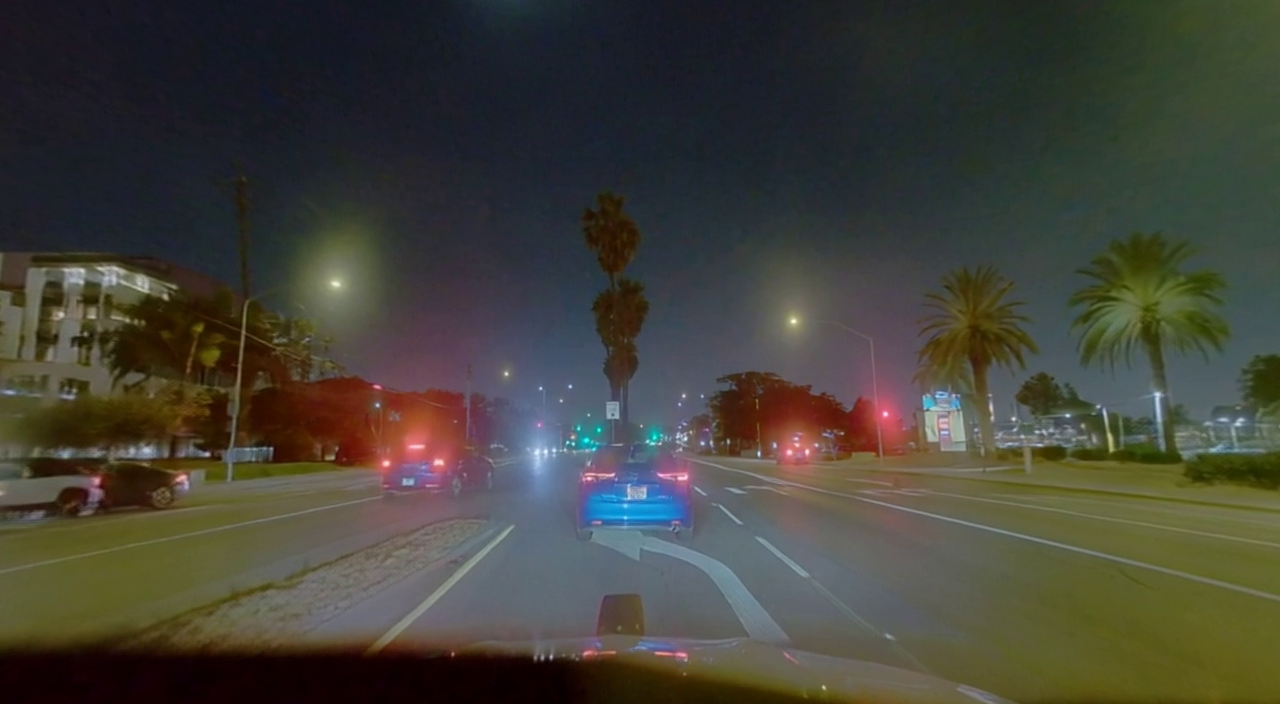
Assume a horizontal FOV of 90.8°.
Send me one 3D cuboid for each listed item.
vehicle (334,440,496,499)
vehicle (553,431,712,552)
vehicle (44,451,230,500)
[{"bbox_3d":[-6.671,3.410,18.708,4.457,1.552,2.095,-5,-10,31],"label":"vehicle"},{"bbox_3d":[-0.288,2.057,10.106,1.986,1.473,4.382,1,-9,-5],"label":"vehicle"},{"bbox_3d":[-16.667,4.076,21.092,4.585,1.479,2.088,-1,-9,5],"label":"vehicle"}]
